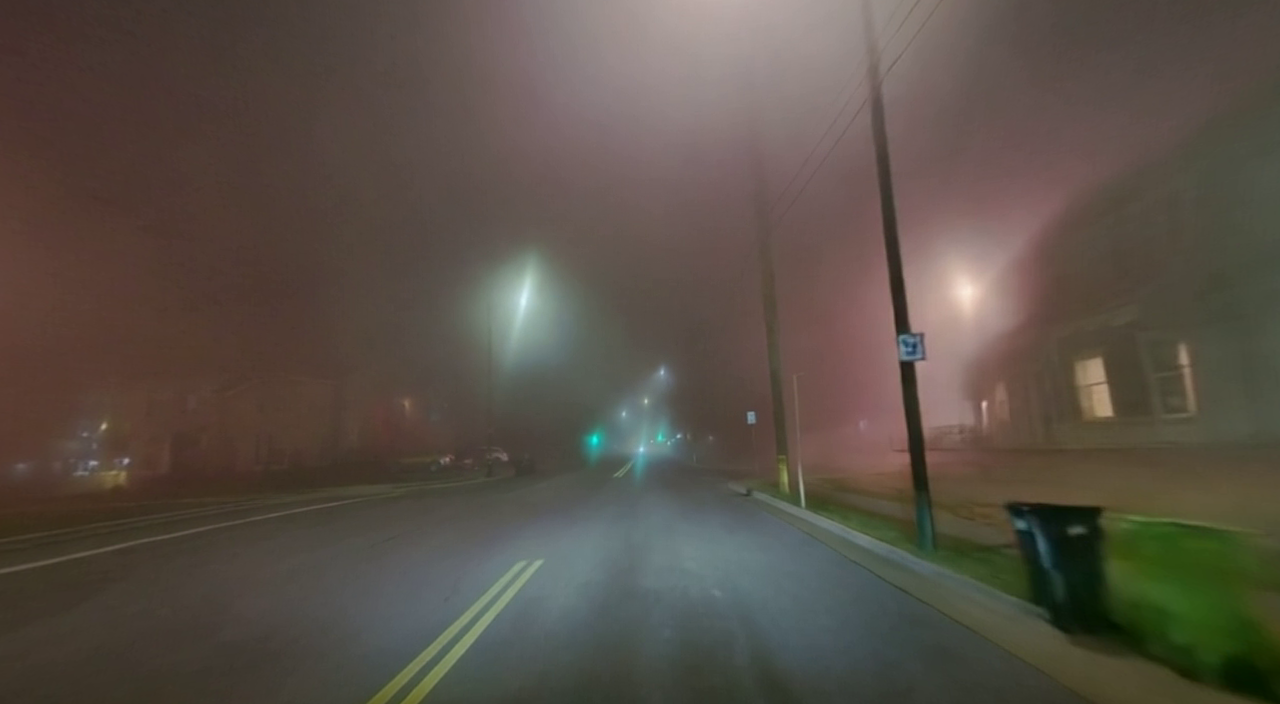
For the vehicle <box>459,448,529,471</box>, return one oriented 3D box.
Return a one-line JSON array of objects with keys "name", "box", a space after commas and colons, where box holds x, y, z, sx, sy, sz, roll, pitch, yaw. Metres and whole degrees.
[{"name": "vehicle", "box": [-9.998, 7.296, 43.111, 4.293, 1.484, 1.981, 4, -9, -22]}]
